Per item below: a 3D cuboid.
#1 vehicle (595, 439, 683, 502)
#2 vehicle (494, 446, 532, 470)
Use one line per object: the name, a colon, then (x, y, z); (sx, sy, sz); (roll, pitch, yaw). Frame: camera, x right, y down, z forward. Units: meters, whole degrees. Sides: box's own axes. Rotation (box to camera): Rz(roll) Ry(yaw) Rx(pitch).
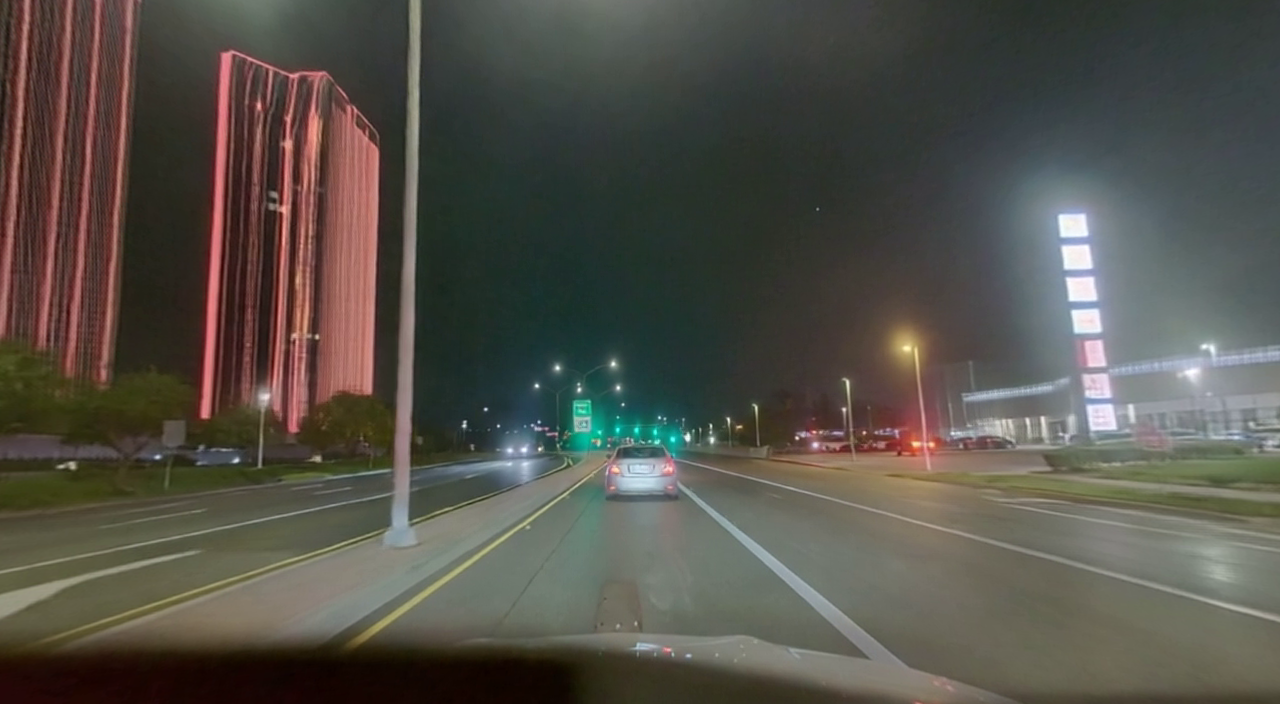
vehicle: (-0.065, 3.151, 17.155); (2.126, 1.475, 3.967); (0, -9, -1)
vehicle: (-9.297, 7.813, 46.481); (1.903, 1.476, 4.395); (-5, -8, -1)
